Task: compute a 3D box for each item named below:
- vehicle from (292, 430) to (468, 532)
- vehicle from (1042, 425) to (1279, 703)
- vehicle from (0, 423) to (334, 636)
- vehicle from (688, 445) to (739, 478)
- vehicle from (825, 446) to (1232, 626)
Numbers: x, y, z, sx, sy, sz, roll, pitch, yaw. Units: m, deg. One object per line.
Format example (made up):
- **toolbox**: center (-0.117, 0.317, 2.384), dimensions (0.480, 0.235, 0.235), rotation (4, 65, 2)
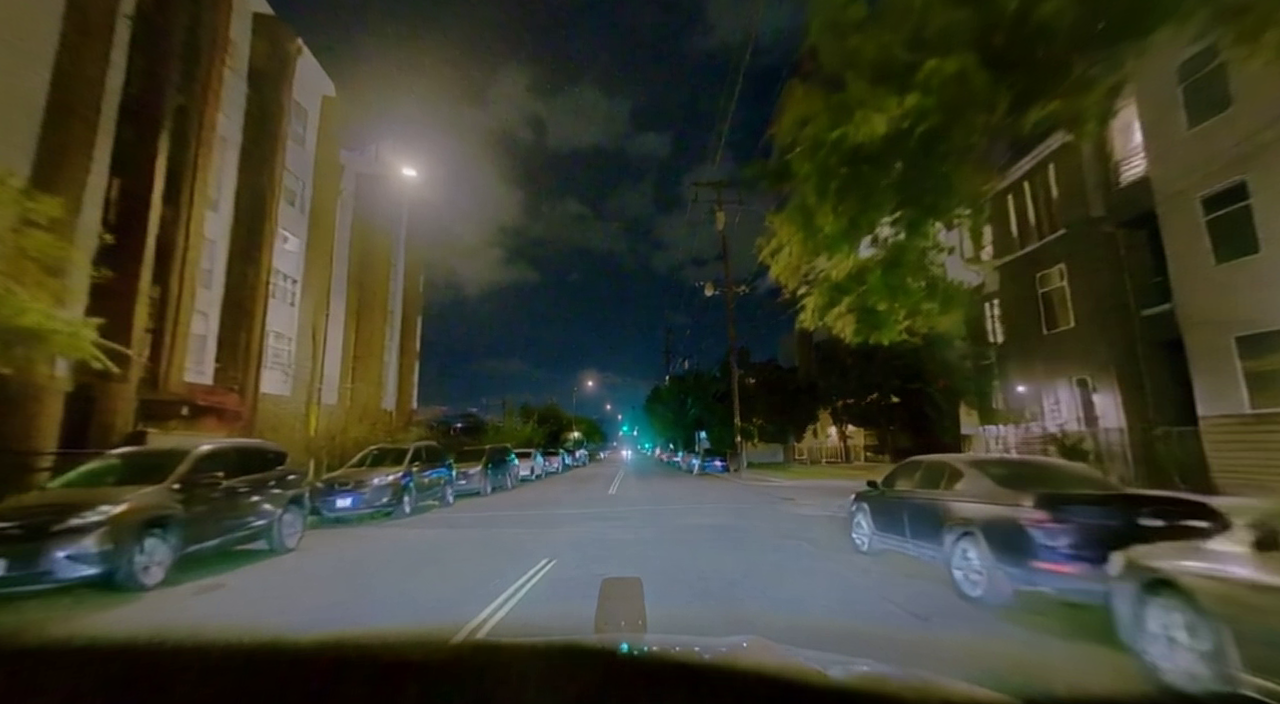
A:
- **vehicle**: center (-6.235, 3.169, 15.995), dimensions (2.120, 1.989, 5.616), rotation (-3, -10, 0)
- **vehicle**: center (3.821, 0.973, 2.111), dimensions (1.868, 1.494, 4.652), rotation (0, -9, 0)
- **vehicle**: center (-6.192, 1.957, 8.140), dimensions (2.056, 1.876, 4.824), rotation (-2, -8, 0)
- **vehicle**: center (4.000, 6.029, 34.817), dimensions (2.328, 1.730, 4.225), rotation (0, -9, 0)
- **vehicle**: center (3.818, 1.823, 7.271), dimensions (1.901, 1.439, 4.131), rotation (0, -9, -3)
